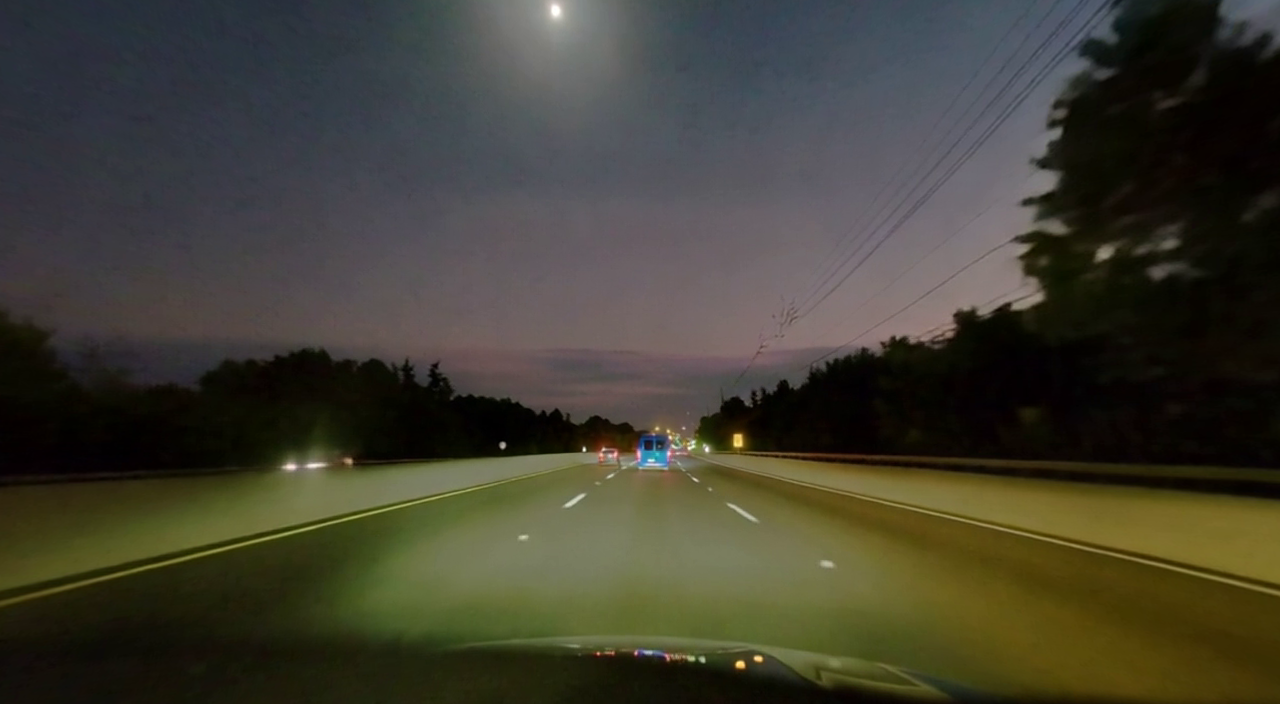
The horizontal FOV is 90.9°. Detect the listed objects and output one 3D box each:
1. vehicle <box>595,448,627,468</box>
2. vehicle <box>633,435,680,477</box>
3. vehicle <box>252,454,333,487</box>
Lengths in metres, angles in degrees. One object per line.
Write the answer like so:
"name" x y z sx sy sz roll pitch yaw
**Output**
"vehicle" -2.185 8.087 48.041 1.996 1.433 4.316 -1 -9 3
"vehicle" 0.865 5.397 32.785 2.261 1.969 5.104 -1 -9 2
"vehicle" -17.347 5.904 31.710 1.673 1.469 3.993 -1 -9 2
